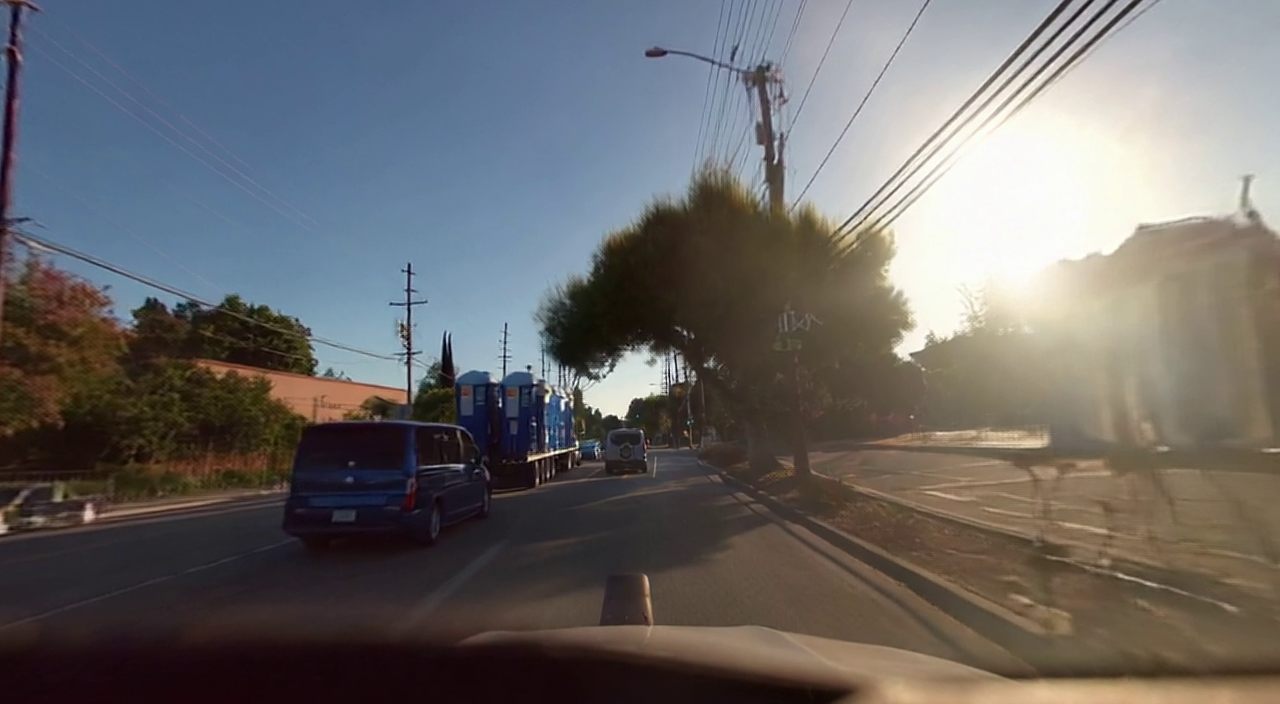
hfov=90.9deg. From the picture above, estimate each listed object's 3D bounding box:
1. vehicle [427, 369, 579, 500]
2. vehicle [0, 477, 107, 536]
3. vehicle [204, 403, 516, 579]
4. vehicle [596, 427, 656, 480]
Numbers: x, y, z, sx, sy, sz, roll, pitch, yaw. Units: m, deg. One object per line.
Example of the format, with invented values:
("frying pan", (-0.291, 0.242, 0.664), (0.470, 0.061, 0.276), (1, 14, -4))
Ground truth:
("vehicle", (-3.957, 2.721, 20.484), (3.120, 3.393, 7.945), (0, -8, 0))
("vehicle", (-18.880, 4.614, 18.969), (1.837, 1.485, 4.231), (-1, -8, 2))
("vehicle", (-3.409, 1.804, 9.036), (2.187, 1.821, 4.748), (0, -8, 1))
("vehicle", (-0.526, 3.873, 24.226), (2.117, 1.861, 4.095), (0, -8, -1))
